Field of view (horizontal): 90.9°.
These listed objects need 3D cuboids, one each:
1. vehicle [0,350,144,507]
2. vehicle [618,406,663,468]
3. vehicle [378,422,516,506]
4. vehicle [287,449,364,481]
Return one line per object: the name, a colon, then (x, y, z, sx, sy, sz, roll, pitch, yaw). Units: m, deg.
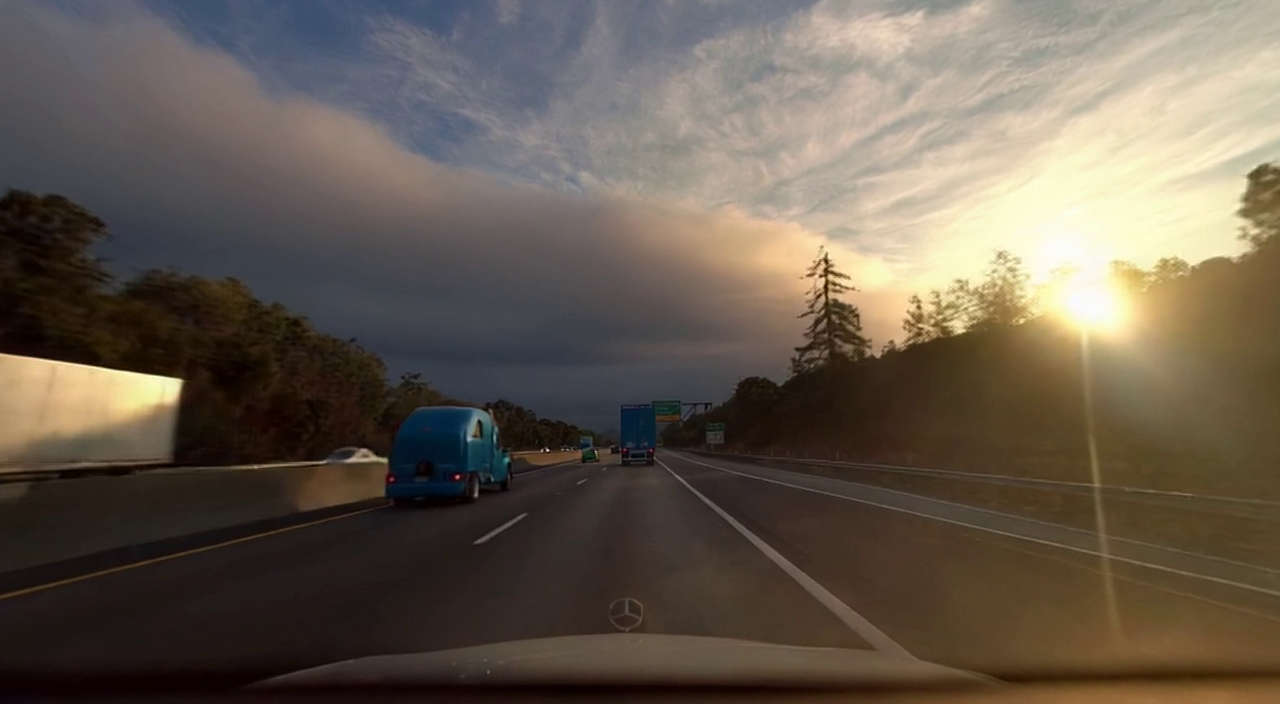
vehicle: (-17.783, 1.538, 13.378, 2.855, 3.978, 14.229, 0, -9, 0)
vehicle: (0.097, 6.237, 45.841, 2.899, 3.966, 10.053, 0, -9, 1)
vehicle: (-4.642, 2.781, 16.052, 2.042, 1.815, 4.639, 0, -9, 0)
vehicle: (-15.141, 5.428, 30.558, 1.813, 1.446, 3.843, 0, -9, -1)
